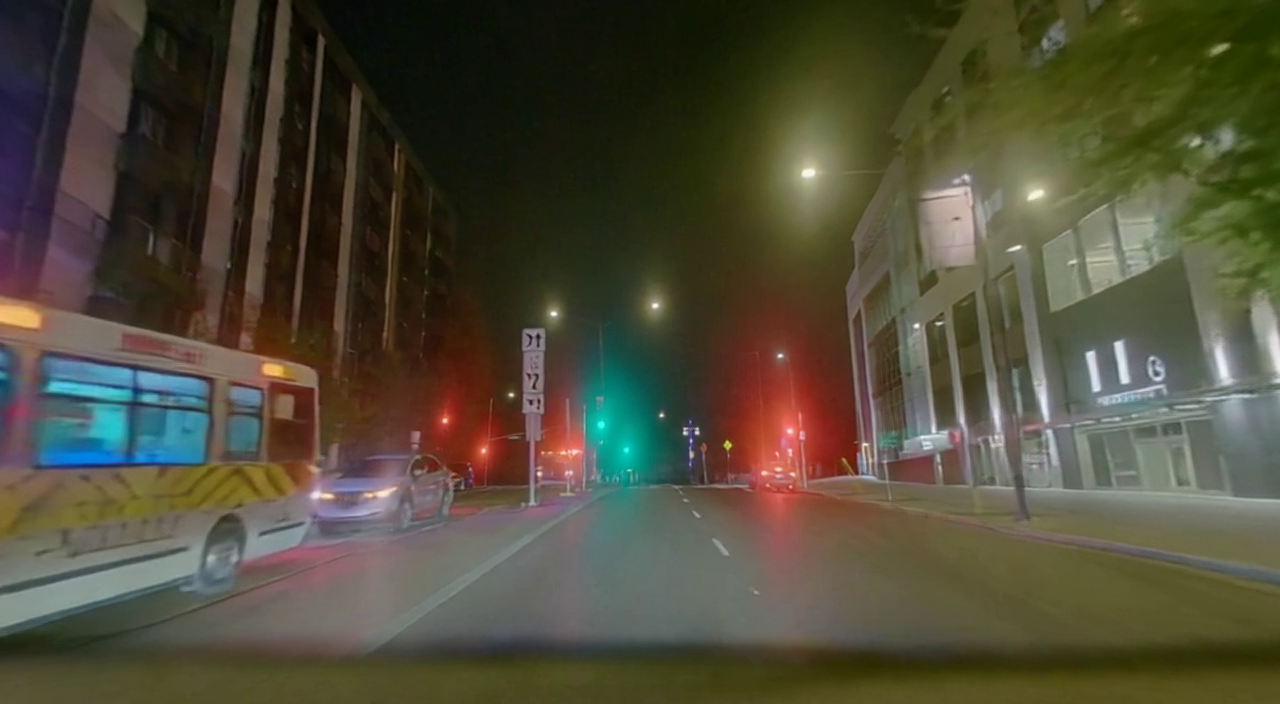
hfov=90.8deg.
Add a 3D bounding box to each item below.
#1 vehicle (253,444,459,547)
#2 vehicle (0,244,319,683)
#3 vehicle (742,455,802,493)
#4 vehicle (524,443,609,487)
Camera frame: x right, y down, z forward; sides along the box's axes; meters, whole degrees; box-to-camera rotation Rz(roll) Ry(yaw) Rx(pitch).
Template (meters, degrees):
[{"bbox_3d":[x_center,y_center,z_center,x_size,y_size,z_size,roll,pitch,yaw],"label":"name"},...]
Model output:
[{"bbox_3d":[-4.997,2.526,11.847,1.914,1.530,3.980,-1,-8,2],"label":"vehicle"},{"bbox_3d":[-5.117,0.823,4.819,2.268,2.708,5.699,-1,-8,0],"label":"vehicle"},{"bbox_3d":[6.251,5.806,30.427,1.888,1.536,4.381,0,-8,-1],"label":"vehicle"},{"bbox_3d":[-5.269,8.257,46.781,2.591,2.910,6.652,-5,-9,33],"label":"vehicle"}]
